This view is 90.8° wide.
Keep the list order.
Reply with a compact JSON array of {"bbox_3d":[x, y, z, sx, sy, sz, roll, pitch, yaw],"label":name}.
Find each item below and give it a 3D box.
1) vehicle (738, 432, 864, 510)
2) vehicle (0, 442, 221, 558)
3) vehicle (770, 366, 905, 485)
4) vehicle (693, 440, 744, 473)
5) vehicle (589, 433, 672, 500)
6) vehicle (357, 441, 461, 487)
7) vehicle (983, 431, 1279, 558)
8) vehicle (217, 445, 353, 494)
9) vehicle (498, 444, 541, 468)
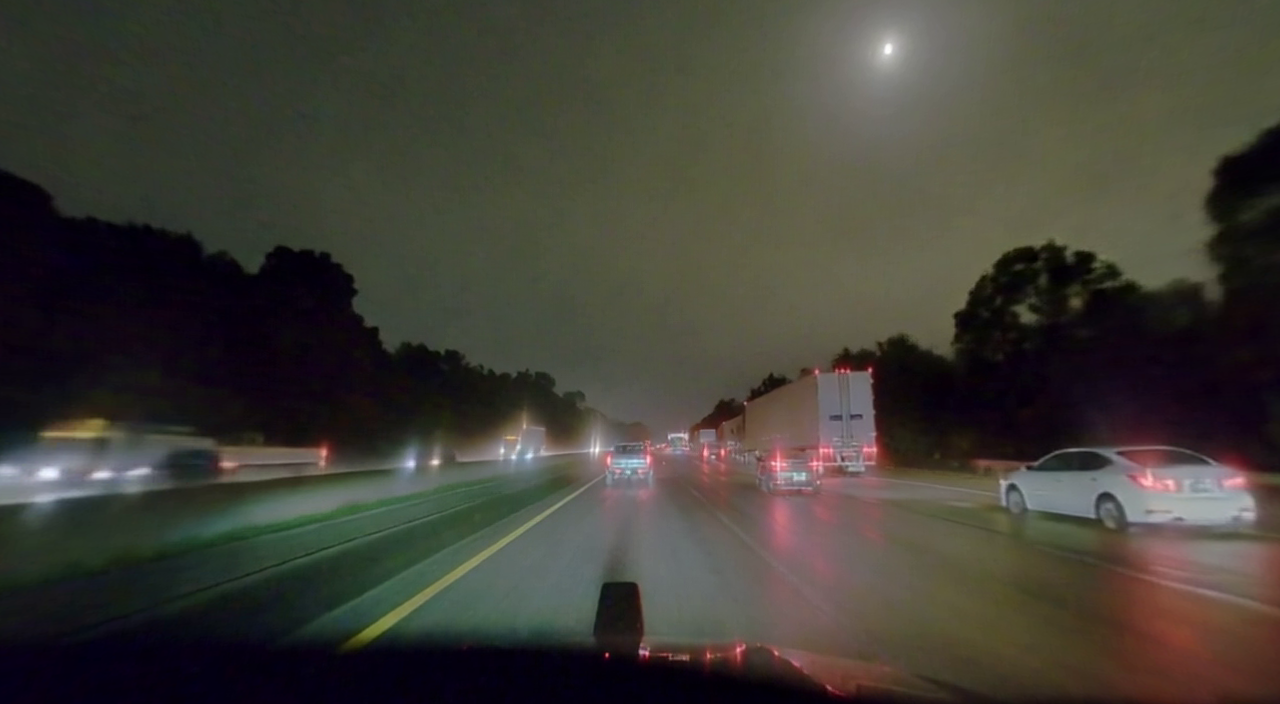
[{"bbox_3d":[3.624,2.752,15.003,1.920,1.594,3.867,0,-9,-1],"label":"vehicle"},{"bbox_3d":[-9.280,2.205,10.014,2.053,1.476,4.544,0,-9,1],"label":"vehicle"},{"bbox_3d":[7.666,3.152,25.993,2.823,4.063,8.485,0,-9,1],"label":"vehicle"},{"bbox_3d":[4.090,5.545,33.699,2.150,1.632,4.260,0,-9,0],"label":"vehicle"},{"bbox_3d":[-0.202,3.074,17.208,2.023,1.618,3.628,0,-9,1],"label":"vehicle"},{"bbox_3d":[-8.147,3.993,22.735,2.106,1.494,4.170,0,-9,1],"label":"vehicle"},{"bbox_3d":[7.329,1.989,9.504,1.951,1.467,4.173,0,-9,0],"label":"vehicle"},{"bbox_3d":[-12.004,3.995,21.795,1.908,1.478,4.690,0,-9,1],"label":"vehicle"},{"bbox_3d":[-8.261,7.151,43.577,1.976,1.549,4.303,0,-9,1],"label":"vehicle"}]
